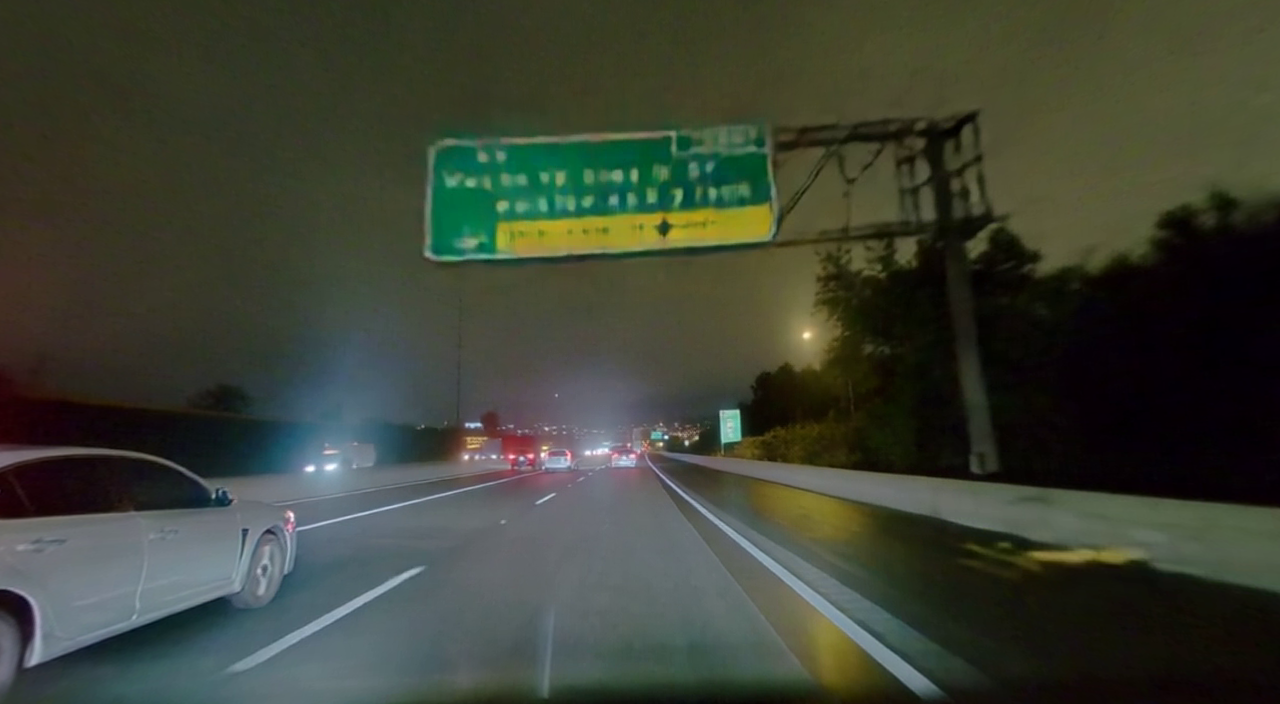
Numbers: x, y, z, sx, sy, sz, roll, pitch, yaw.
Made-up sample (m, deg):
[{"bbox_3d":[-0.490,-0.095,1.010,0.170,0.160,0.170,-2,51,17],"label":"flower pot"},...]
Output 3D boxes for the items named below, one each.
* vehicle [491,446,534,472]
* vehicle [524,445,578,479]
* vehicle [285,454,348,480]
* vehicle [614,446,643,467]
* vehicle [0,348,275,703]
[{"bbox_3d":[-7.950,6.686,39.382,1.936,1.516,3.904,0,-9,0],"label":"vehicle"},{"bbox_3d":[-4.166,5.198,29.954,1.988,1.477,4.118,0,-9,0],"label":"vehicle"},{"bbox_3d":[-20.109,7.139,39.128,1.869,1.503,3.906,0,-9,0],"label":"vehicle"},{"bbox_3d":[-0.860,7.773,46.835,2.023,1.479,3.718,0,-9,-1],"label":"vehicle"},{"bbox_3d":[-4.004,0.863,2.745,2.074,1.779,4.588,0,-9,-1],"label":"vehicle"}]
